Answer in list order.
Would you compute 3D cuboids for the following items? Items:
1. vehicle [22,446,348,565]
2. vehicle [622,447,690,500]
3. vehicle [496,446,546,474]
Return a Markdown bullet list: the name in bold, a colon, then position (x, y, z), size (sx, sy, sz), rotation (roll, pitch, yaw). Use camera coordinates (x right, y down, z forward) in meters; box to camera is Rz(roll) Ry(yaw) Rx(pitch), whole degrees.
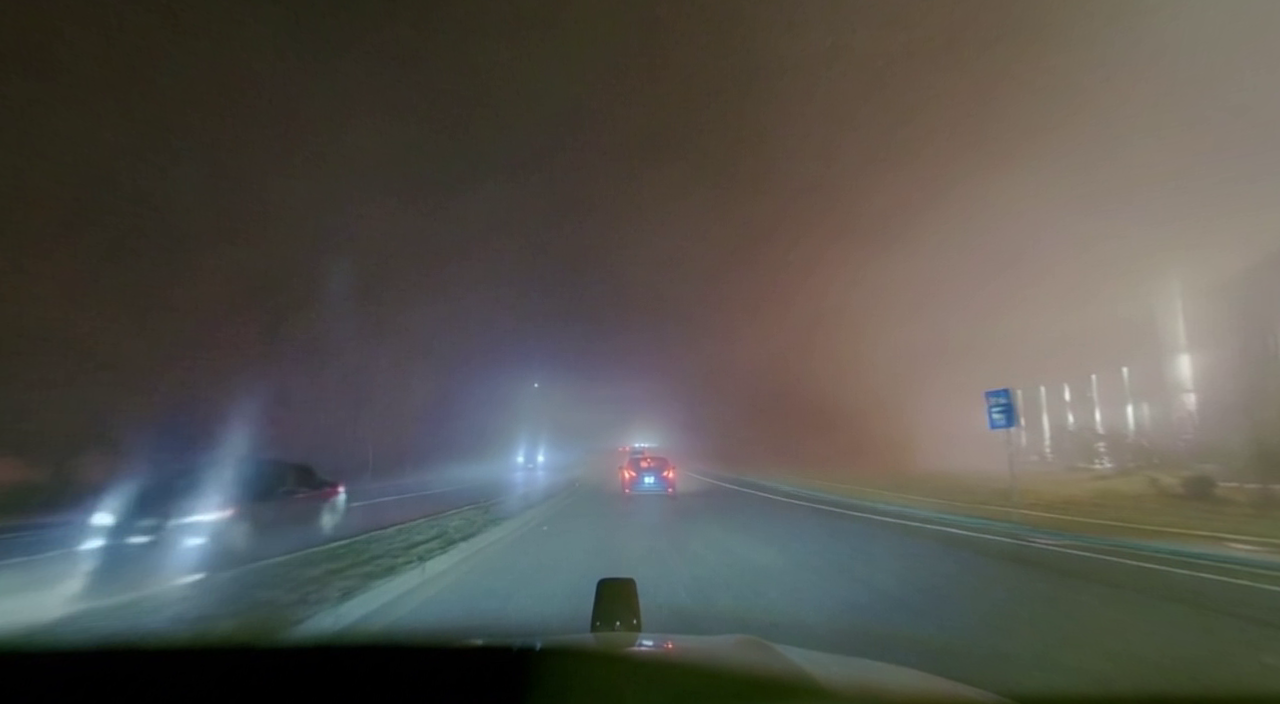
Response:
- **vehicle**: position (-6.836, 2.308, 10.170), size (2.018, 1.498, 4.168), rotation (-1, -9, 2)
- **vehicle**: position (0.438, 3.898, 20.482), size (2.014, 1.525, 3.670), rotation (0, -9, -1)
- **vehicle**: position (-7.860, 7.190, 41.953), size (2.171, 1.757, 4.706), rotation (-1, -9, 3)
